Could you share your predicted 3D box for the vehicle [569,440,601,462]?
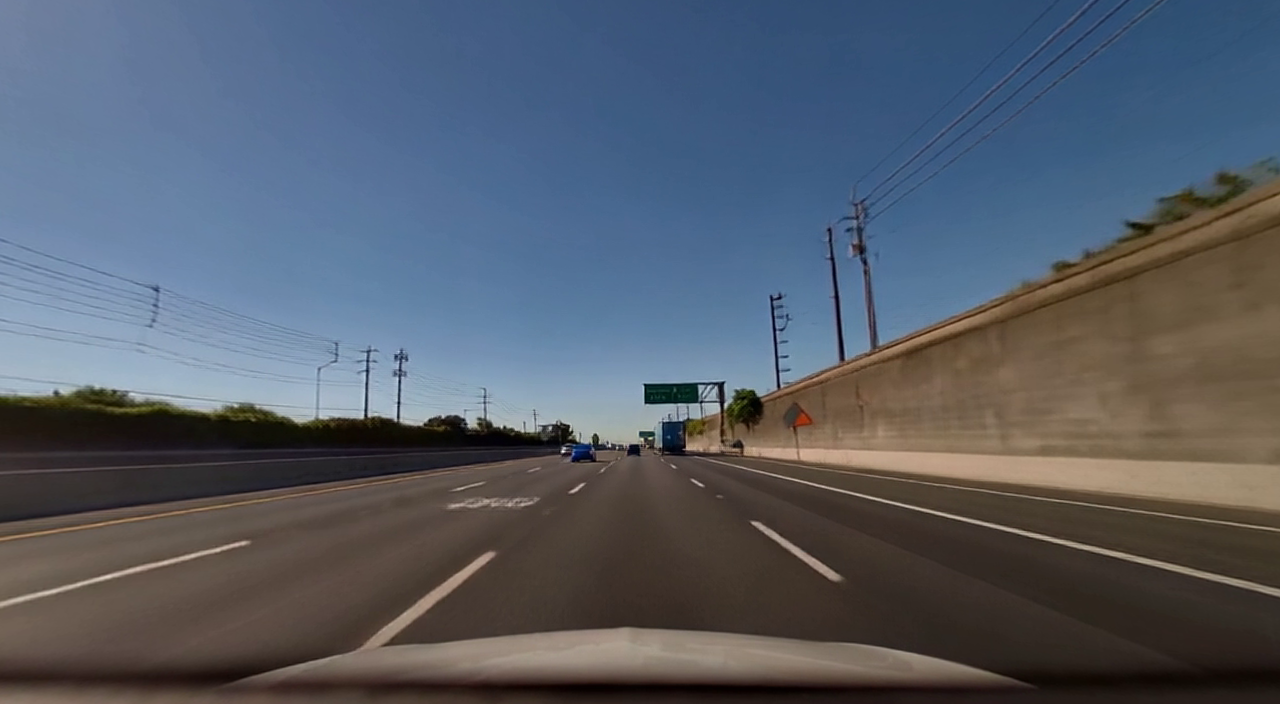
[{"bbox_3d":[-3.995,7.286,46.389,2.009,1.533,4.175,0,-9,0],"label":"vehicle"}]
